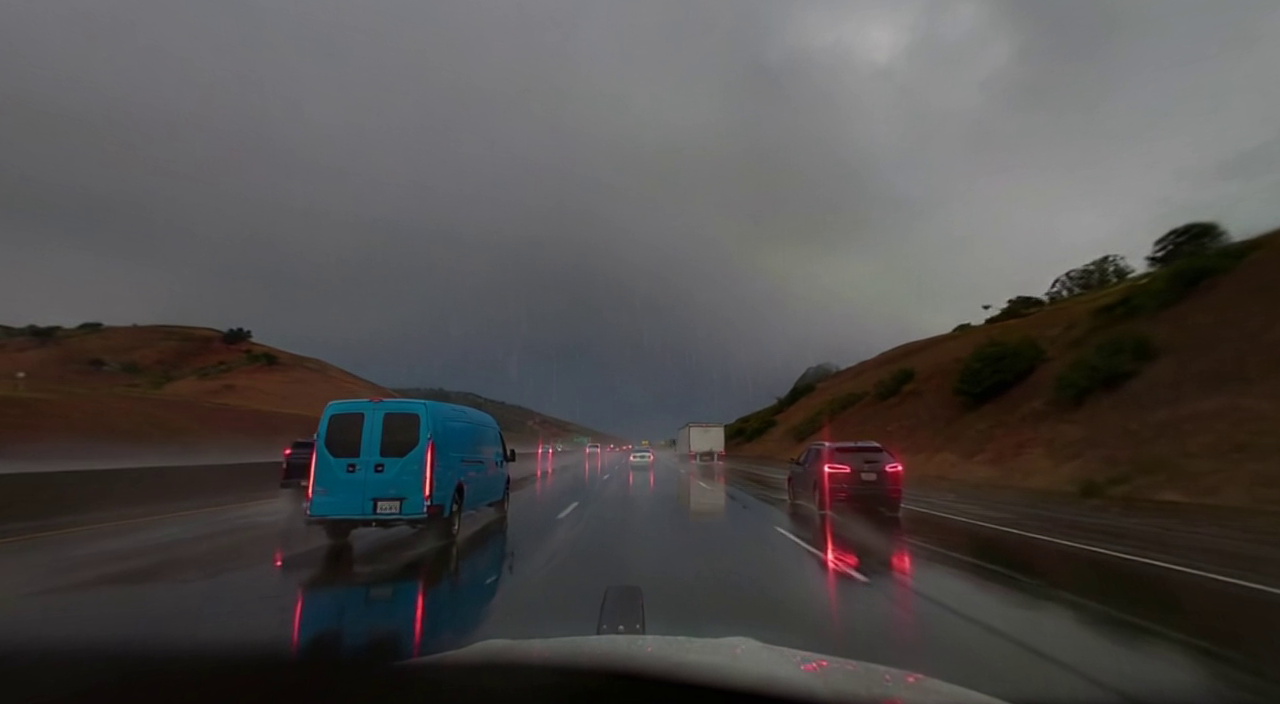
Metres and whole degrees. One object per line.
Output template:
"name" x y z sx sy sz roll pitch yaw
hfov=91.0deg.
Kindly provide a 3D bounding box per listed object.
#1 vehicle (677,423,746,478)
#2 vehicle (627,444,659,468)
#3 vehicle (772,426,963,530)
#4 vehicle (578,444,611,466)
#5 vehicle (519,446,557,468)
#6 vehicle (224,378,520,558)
"vehicle" 3.765 5.489 35.271 2.877 2.730 7.831 0 -9 0
"vehicle" 0.170 6.899 41.834 2.014 1.543 3.804 0 -9 0
"vehicle" 4.003 2.291 11.968 2.051 1.598 4.145 0 -9 0
"vehicle" -3.307 7.641 46.834 2.138 1.581 4.340 0 -9 0
"vehicle" -7.333 7.594 45.578 2.021 1.500 4.512 0 -9 0
"vehicle" -3.857 1.867 10.723 2.421 2.203 5.775 0 -9 1
